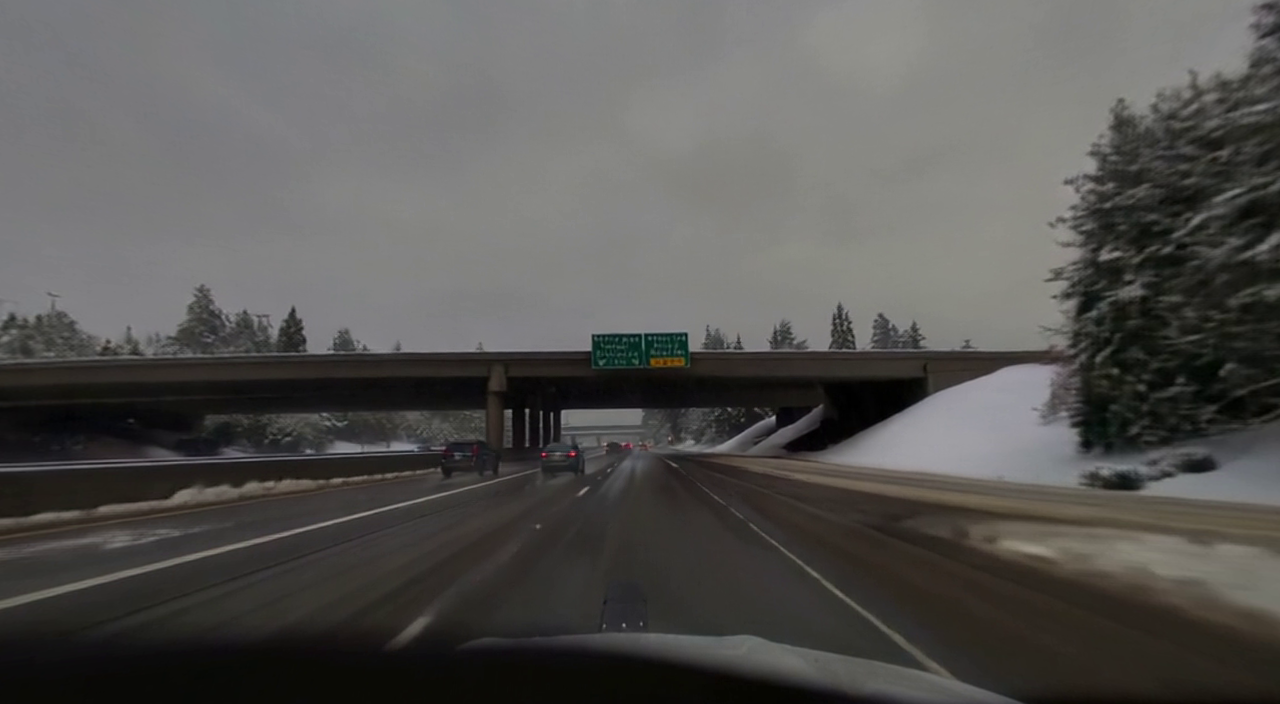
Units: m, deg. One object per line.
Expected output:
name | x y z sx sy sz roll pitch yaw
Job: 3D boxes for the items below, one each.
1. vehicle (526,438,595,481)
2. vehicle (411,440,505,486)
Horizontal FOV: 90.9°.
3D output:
vehicle | -3.223 4.484 26.613 2.210 1.628 4.586 -1 -9 2
vehicle | -6.776 4.181 24.135 2.069 1.551 4.830 0 -9 1
